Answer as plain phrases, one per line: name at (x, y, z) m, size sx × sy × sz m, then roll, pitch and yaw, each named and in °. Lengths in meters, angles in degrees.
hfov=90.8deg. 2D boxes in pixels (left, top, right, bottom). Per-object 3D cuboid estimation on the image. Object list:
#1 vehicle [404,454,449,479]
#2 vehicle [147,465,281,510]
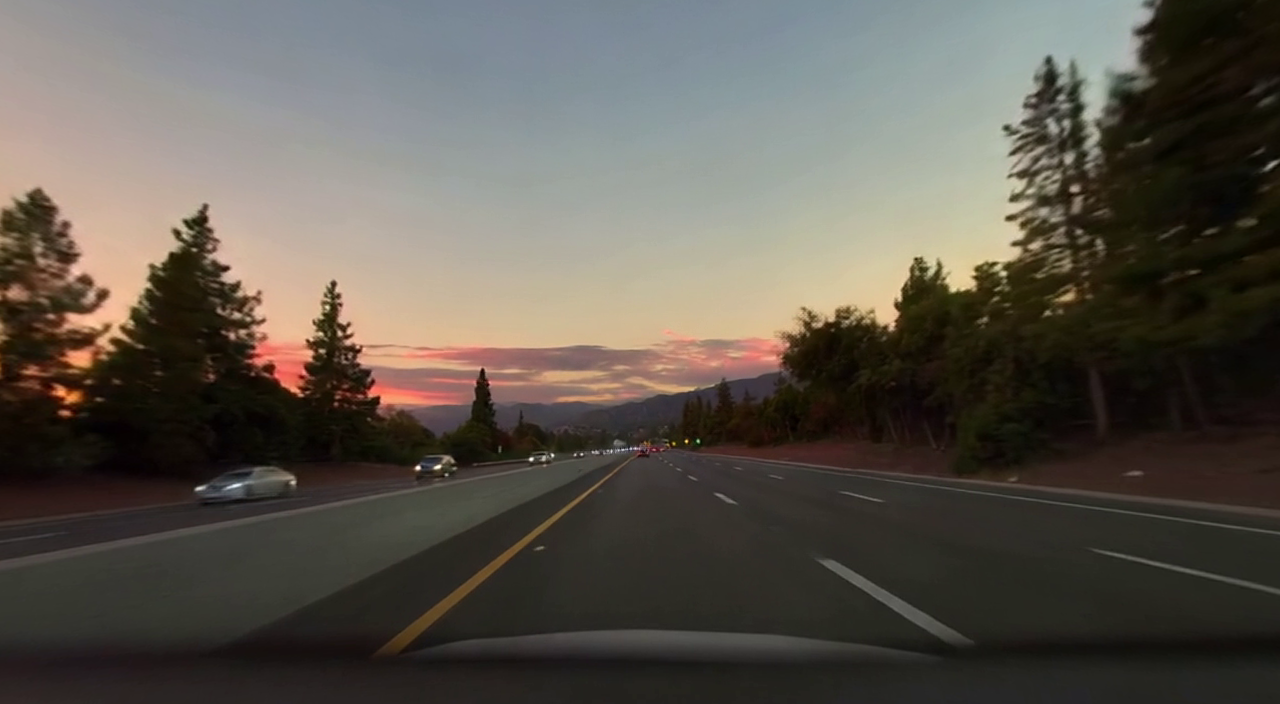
vehicle at (-16.749, 8.965, 49.709) m, size 1.978 × 1.817 × 4.338 m, roll 0°, pitch -9°, yaw 1°
vehicle at (-17.568, 5.588, 26.419) m, size 1.986 × 1.523 × 5.088 m, roll -1°, pitch -9°, yaw 1°
